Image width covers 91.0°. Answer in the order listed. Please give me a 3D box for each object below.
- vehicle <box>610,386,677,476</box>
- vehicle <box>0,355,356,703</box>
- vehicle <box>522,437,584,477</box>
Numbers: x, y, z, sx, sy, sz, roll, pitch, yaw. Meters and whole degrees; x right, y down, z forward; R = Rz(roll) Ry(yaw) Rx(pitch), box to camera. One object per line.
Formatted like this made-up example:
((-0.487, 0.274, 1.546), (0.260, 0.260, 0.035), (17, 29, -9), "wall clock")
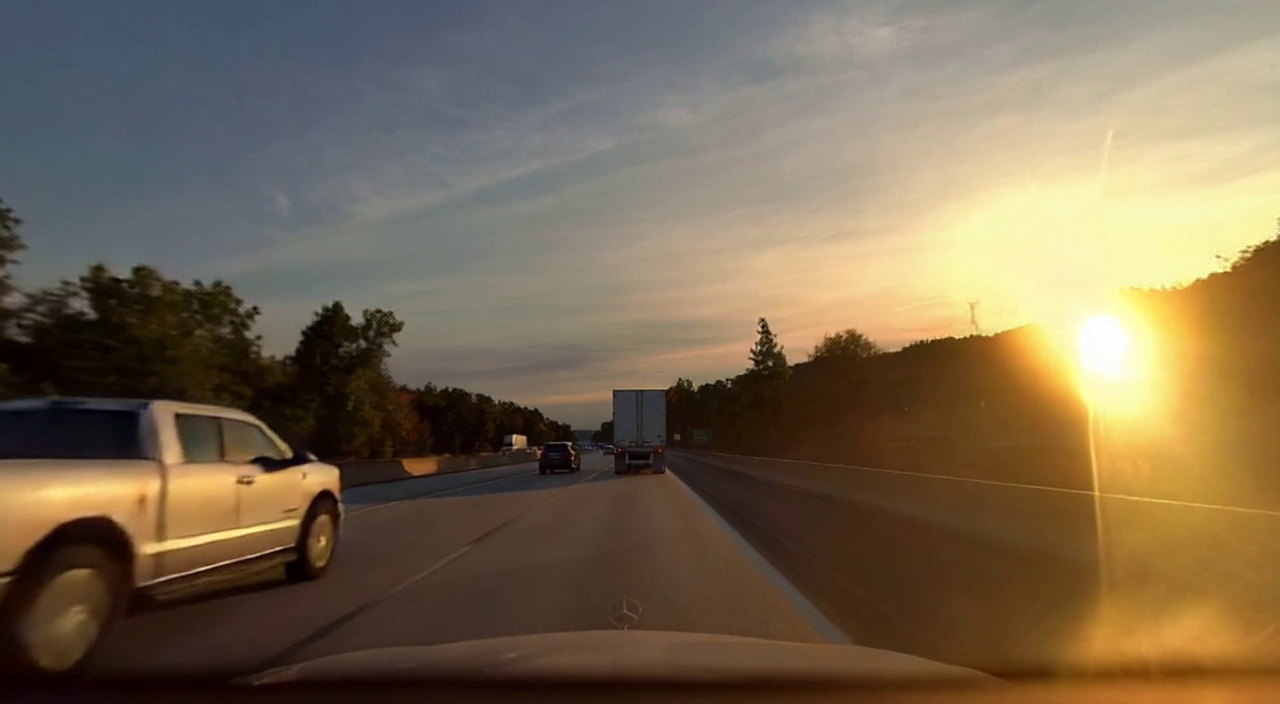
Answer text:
((0.130, 4.448, 34.596), (3.052, 4.132, 11.336), (0, -9, 0), "vehicle")
((-4.169, 1.089, 4.306), (2.140, 1.750, 4.901), (0, -9, 0), "vehicle")
((-4.195, 5.178, 31.343), (2.285, 1.833, 4.984), (0, -9, 1), "vehicle")
